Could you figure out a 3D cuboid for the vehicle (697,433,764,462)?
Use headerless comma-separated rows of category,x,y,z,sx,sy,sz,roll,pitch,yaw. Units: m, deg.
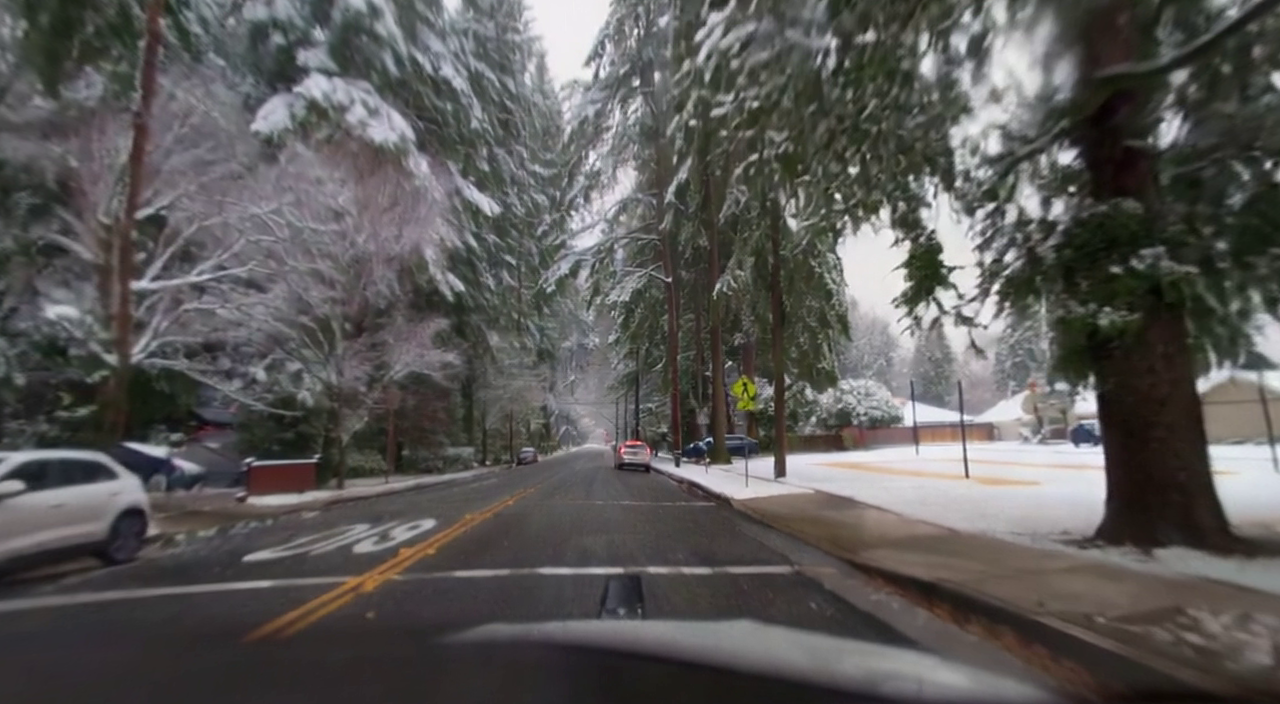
vehicle,6.363,6.634,44.210,4.390,1.696,1.954,1,-8,-35

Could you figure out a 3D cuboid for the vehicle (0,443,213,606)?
vehicle,-7.308,1.832,7.107,2.065,1.555,4.569,-1,-8,-4

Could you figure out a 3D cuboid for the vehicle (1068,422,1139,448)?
vehicle,30.884,5.554,42.042,4.481,1.634,1.973,5,-10,-29

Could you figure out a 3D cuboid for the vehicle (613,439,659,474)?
vehicle,-0.294,5.733,34.865,2.204,1.776,4.262,1,-9,-5
